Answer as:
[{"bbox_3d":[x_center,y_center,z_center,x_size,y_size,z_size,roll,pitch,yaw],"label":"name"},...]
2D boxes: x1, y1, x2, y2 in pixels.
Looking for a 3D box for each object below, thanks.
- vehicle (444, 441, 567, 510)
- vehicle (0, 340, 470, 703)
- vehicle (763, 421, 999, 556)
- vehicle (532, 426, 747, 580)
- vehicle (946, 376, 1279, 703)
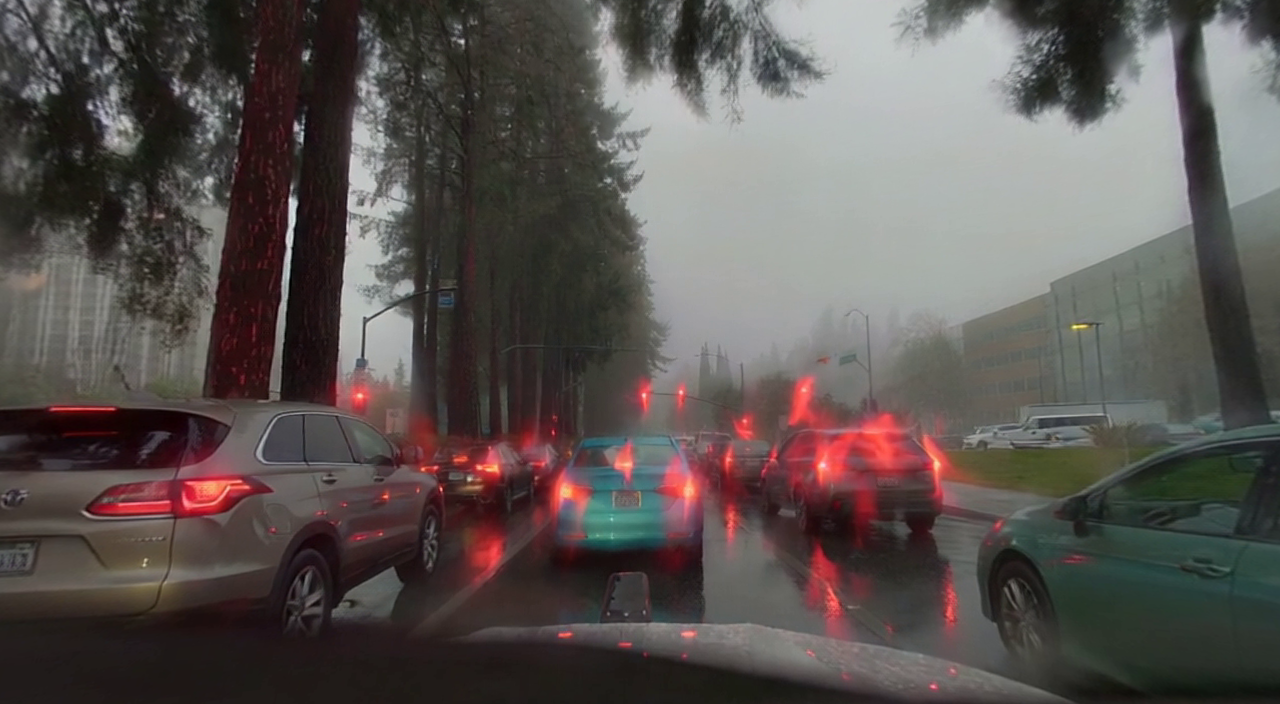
[{"bbox_3d":[-3.063,2.906,15.322,1.975,1.420,4.196,-1,-9,1],"label":"vehicle"},{"bbox_3d":[-3.146,1.164,5.065,2.168,1.750,4.625,-1,-9,1],"label":"vehicle"},{"bbox_3d":[3.410,2.018,10.037,2.040,1.647,4.379,0,-9,0],"label":"vehicle"},{"bbox_3d":[-0.032,1.802,8.332,2.147,1.507,3.953,0,-9,-1],"label":"vehicle"},{"bbox_3d":[3.320,0.960,2.825,1.899,1.588,3.888,0,-8,0],"label":"vehicle"}]
